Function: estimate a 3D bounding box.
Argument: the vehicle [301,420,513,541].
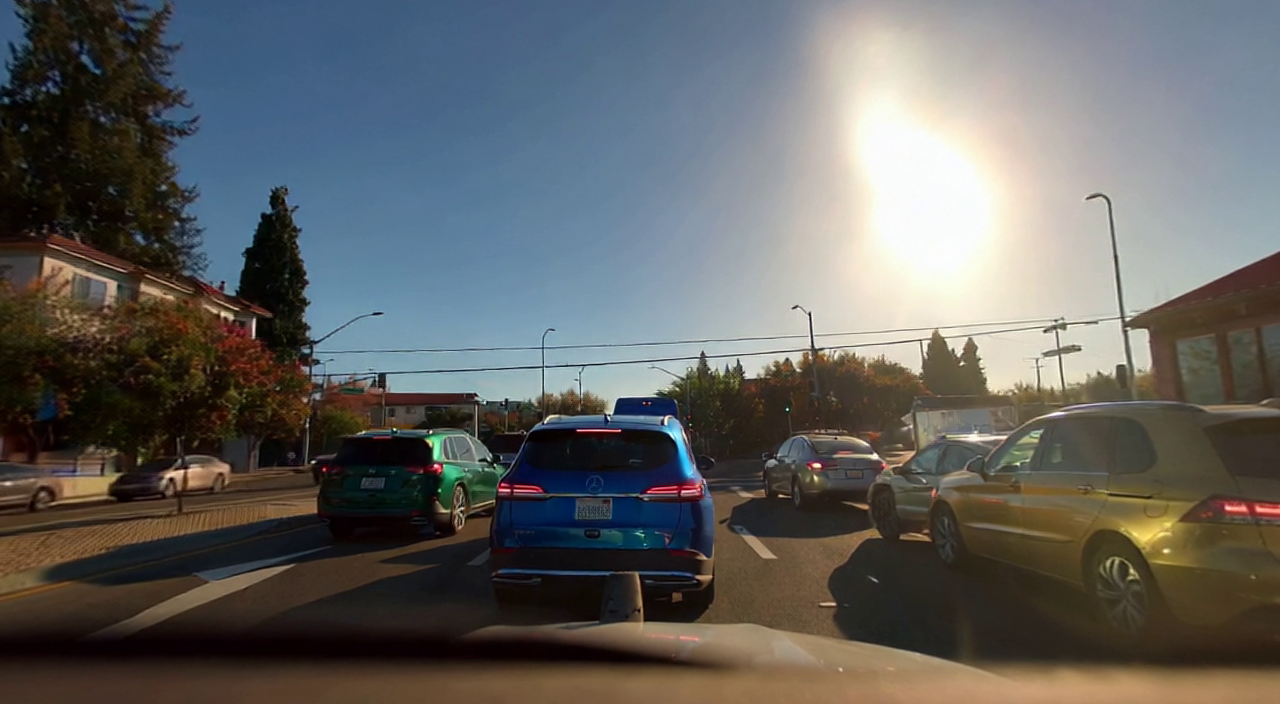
[{"bbox_3d":[-3.759,2.148,11.172,2.012,1.701,4.316,0,-8,1],"label":"vehicle"}]

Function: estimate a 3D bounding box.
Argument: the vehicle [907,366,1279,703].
[{"bbox_3d":[4.156,1.264,5.389,2.014,1.740,4.515,0,-8,4],"label":"vehicle"}]

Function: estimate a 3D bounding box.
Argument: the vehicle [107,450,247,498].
[{"bbox_3d":[-15.741,4.133,21.728,1.774,1.468,3.863,0,-8,1],"label":"vehicle"}]

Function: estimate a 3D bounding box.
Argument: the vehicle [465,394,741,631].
[{"bbox_3d":[-0.152,1.470,6.727,2.022,1.700,4.084,0,-8,4],"label":"vehicle"}]

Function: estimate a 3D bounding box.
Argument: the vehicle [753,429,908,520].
[{"bbox_3d":[3.677,2.428,12.968,1.847,1.554,3.885,0,-8,-2],"label":"vehicle"}]
